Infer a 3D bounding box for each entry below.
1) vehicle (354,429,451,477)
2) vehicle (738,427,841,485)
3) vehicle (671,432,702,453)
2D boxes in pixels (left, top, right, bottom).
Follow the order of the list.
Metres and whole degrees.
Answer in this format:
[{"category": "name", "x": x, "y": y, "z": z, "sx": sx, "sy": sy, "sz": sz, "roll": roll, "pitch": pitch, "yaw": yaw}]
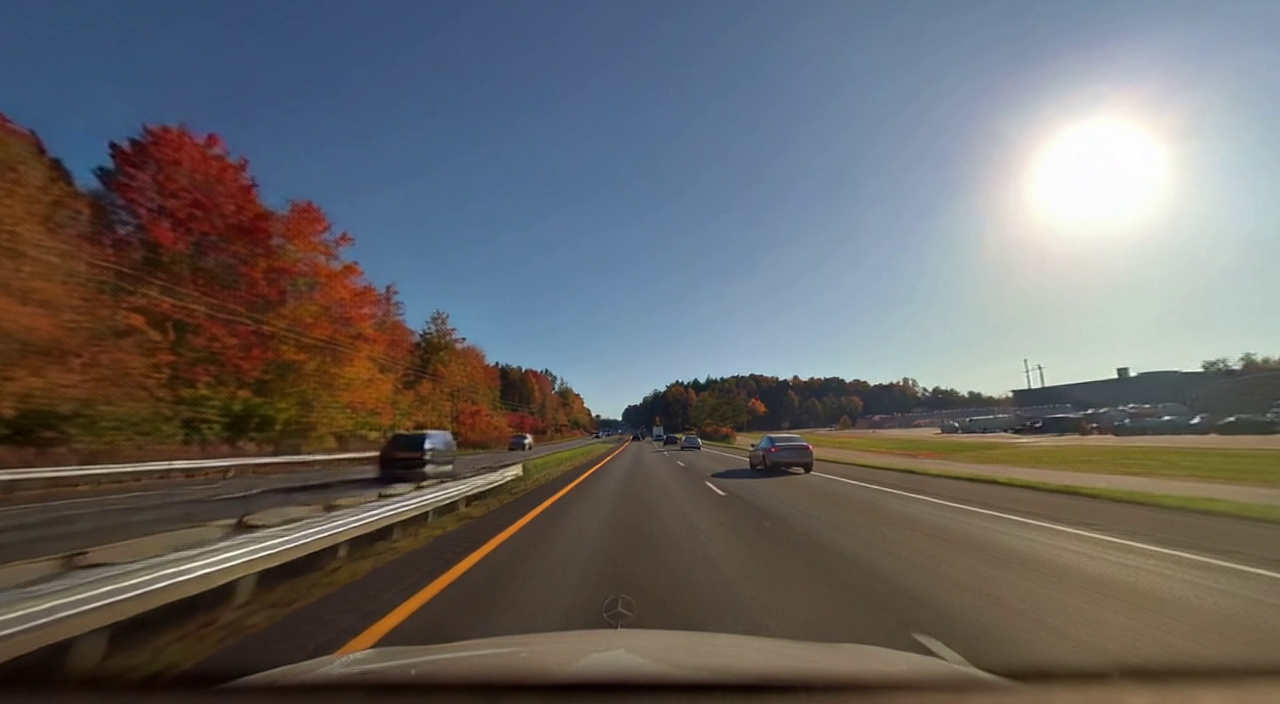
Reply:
[{"category": "vehicle", "x": -8.404, "y": 3.607, "z": 22.632, "sx": 1.916, "sy": 1.549, "sz": 4.032, "roll": 0, "pitch": -8, "yaw": 0}, {"category": "vehicle", "x": 4.358, "y": 3.096, "z": 19.041, "sx": 2.024, "sy": 1.516, "sz": 4.197, "roll": 0, "pitch": -8, "yaw": -1}, {"category": "vehicle", "x": 3.609, "y": 7.085, "z": 49.026, "sx": 2.057, "sy": 1.540, "sz": 4.158, "roll": 0, "pitch": -8, "yaw": -1}]
